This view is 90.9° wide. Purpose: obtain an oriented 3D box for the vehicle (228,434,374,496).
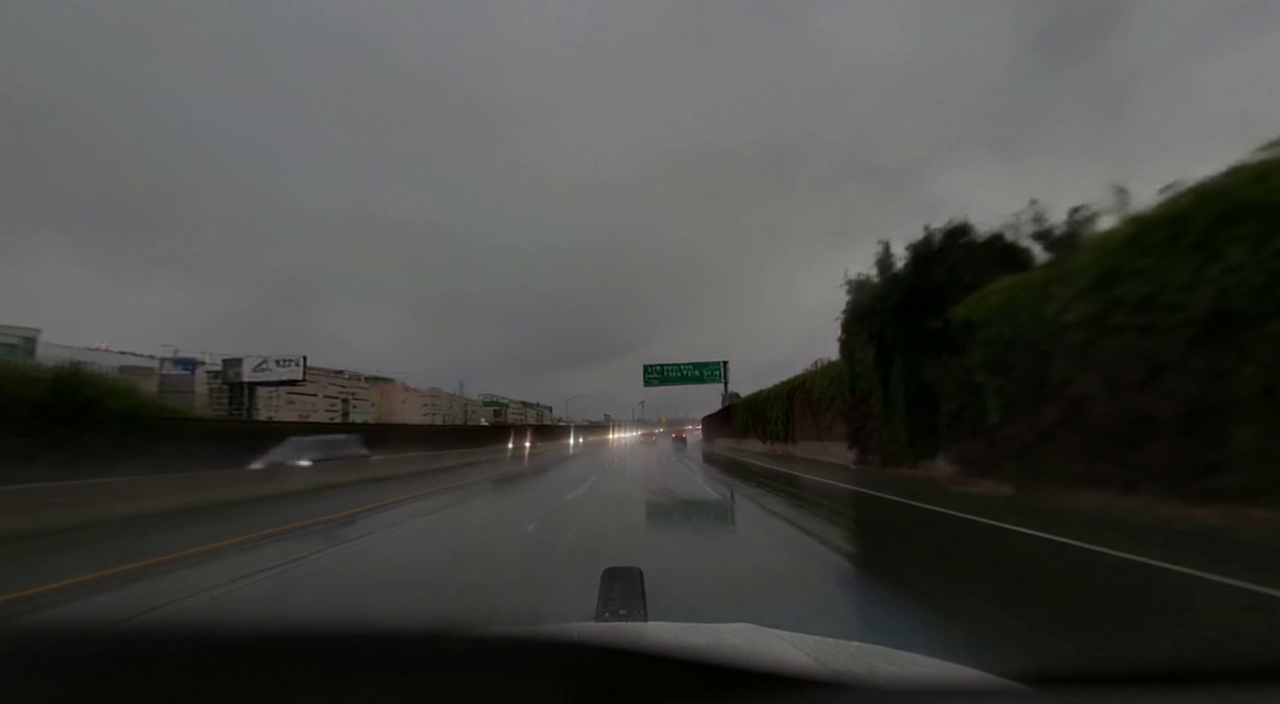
[{"bbox_3d":[-10.987,3.676,20.971,2.136,1.808,4.782,0,-8,0],"label":"vehicle"}]
